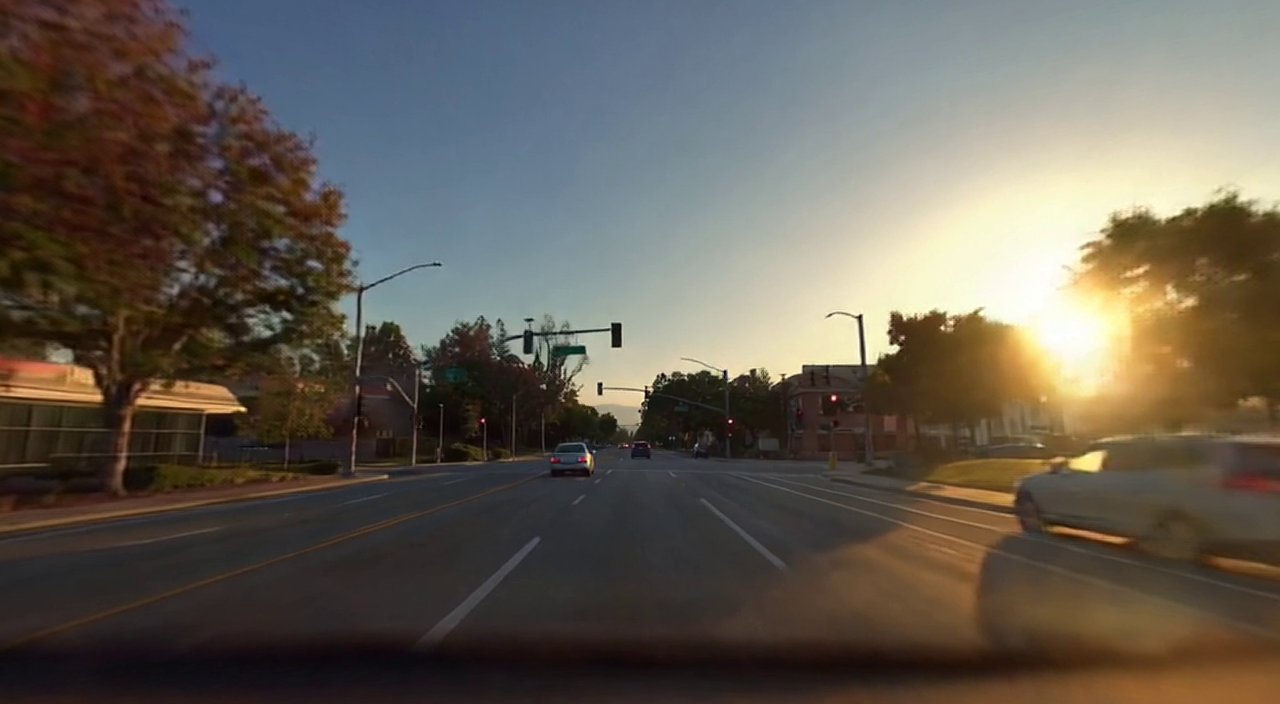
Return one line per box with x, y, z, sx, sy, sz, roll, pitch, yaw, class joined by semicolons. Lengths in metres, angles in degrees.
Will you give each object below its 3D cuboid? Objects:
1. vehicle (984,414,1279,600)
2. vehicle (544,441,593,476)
7.235;1.868;8.653;2.132;1.793;5.003;0;-8;-1;vehicle
-3.331;5.051;30.275;1.915;1.553;3.846;0;-8;0;vehicle
